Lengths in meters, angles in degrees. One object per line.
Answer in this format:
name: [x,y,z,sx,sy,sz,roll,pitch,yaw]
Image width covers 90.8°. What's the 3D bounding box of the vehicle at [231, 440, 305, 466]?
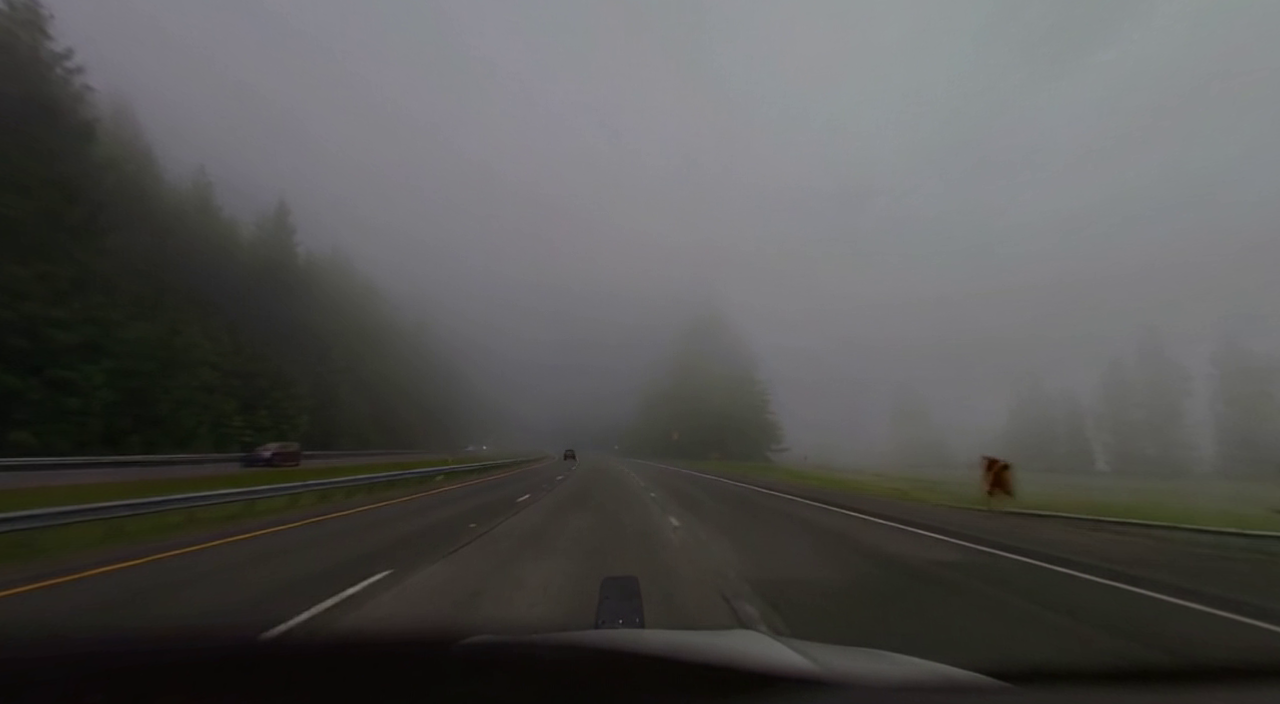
vehicle: [-22.179,6.056,37.864,1.814,1.439,4.704,0,-9,-3]
